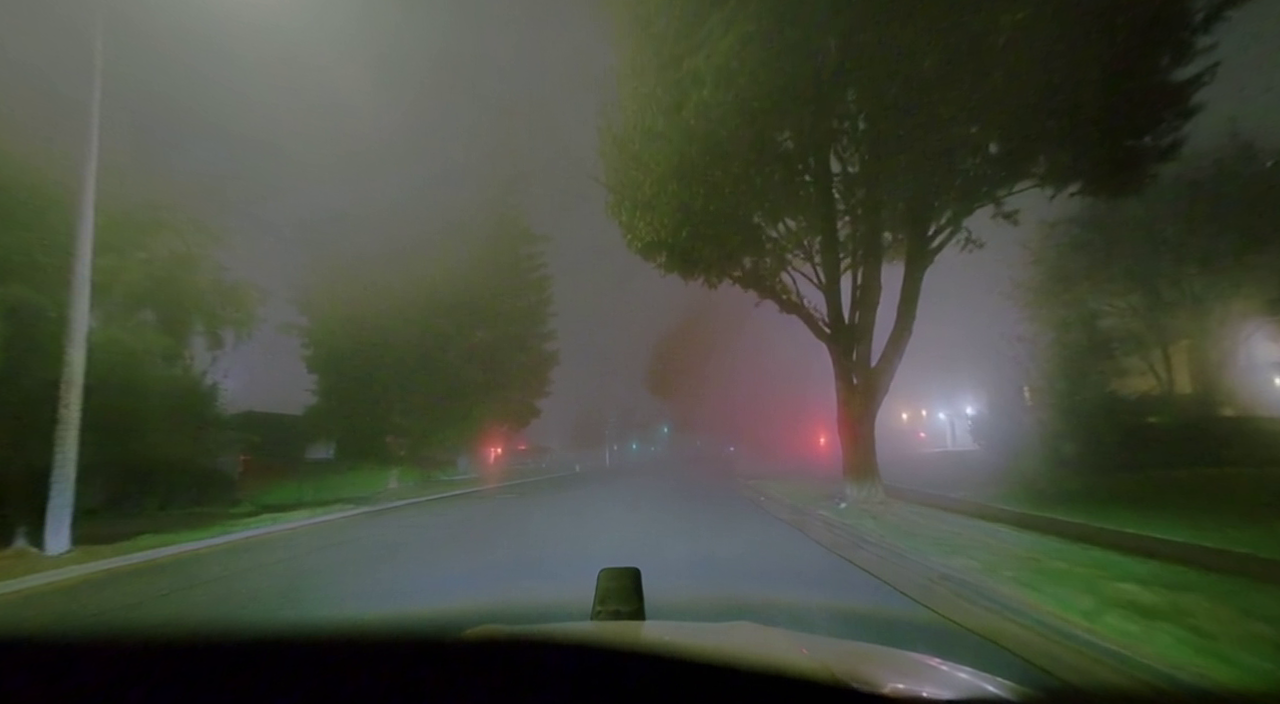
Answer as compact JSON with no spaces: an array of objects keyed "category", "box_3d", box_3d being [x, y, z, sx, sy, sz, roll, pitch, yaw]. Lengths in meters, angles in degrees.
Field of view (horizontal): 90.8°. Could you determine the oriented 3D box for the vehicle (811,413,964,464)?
[{"category":"vehicle","box_3d":[11.341,4.051,29.483,6.053,2.240,2.582,-1,-9,6]}]
